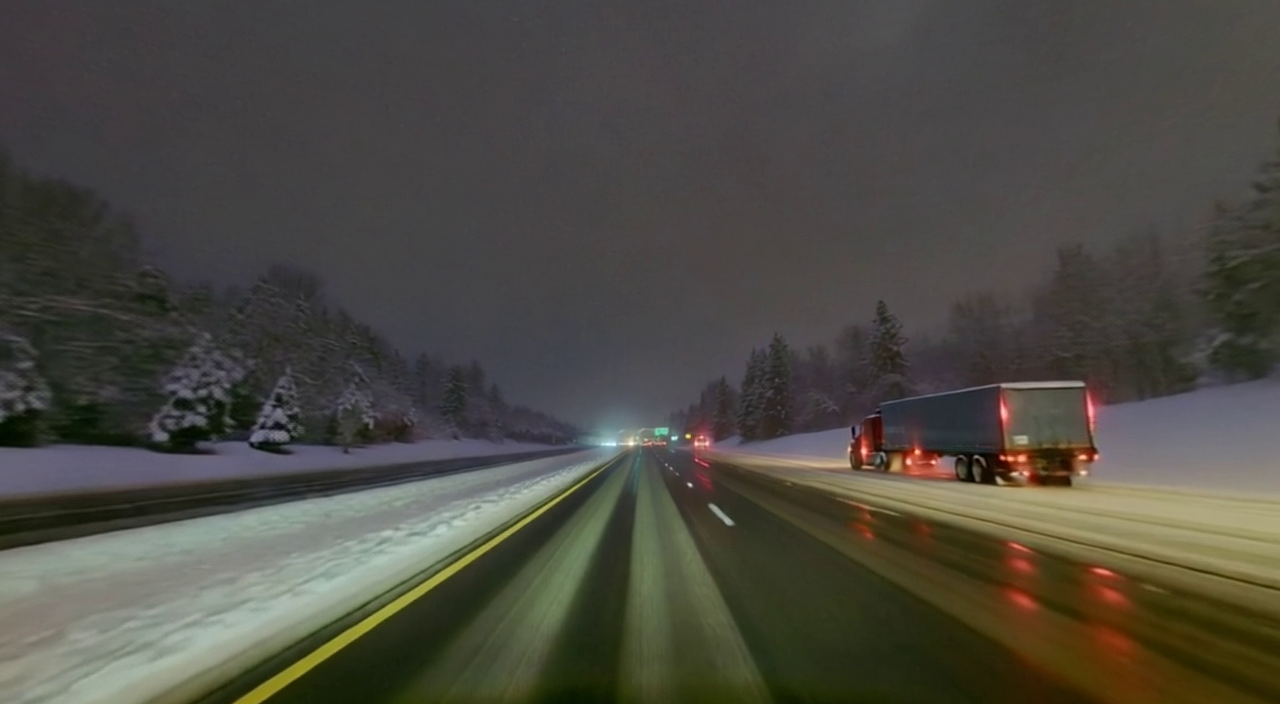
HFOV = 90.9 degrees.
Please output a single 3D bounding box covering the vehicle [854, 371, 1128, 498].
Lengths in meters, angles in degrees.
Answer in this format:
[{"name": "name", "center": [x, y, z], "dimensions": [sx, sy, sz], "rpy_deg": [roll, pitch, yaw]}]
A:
[{"name": "vehicle", "center": [10.773, 2.879, 21.550], "dimensions": [2.960, 3.207, 10.950], "rpy_deg": [0, -8, -1]}]
